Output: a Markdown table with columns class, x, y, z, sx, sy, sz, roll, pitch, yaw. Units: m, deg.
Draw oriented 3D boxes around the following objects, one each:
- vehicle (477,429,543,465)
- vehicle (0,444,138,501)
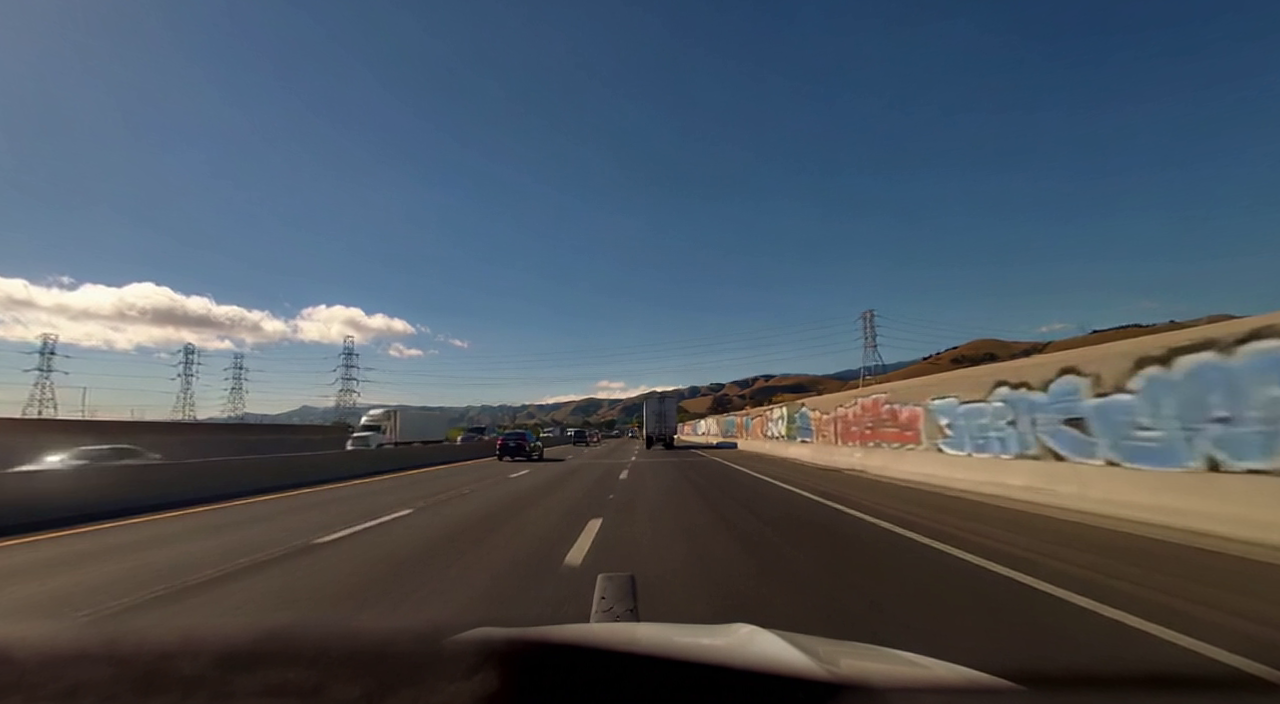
| class | x | y | z | sx | sy | sz | roll | pitch | yaw |
| --- | --- | --- | --- | --- | --- | --- | --- | --- | --- |
| vehicle | -5.740 | 4.228 | 28.351 | 1.965 | 1.486 | 4.448 | 0 | -8 | 1 |
| vehicle | -17.174 | 3.409 | 18.337 | 1.781 | 1.409 | 3.993 | 0 | -8 | 0 |
